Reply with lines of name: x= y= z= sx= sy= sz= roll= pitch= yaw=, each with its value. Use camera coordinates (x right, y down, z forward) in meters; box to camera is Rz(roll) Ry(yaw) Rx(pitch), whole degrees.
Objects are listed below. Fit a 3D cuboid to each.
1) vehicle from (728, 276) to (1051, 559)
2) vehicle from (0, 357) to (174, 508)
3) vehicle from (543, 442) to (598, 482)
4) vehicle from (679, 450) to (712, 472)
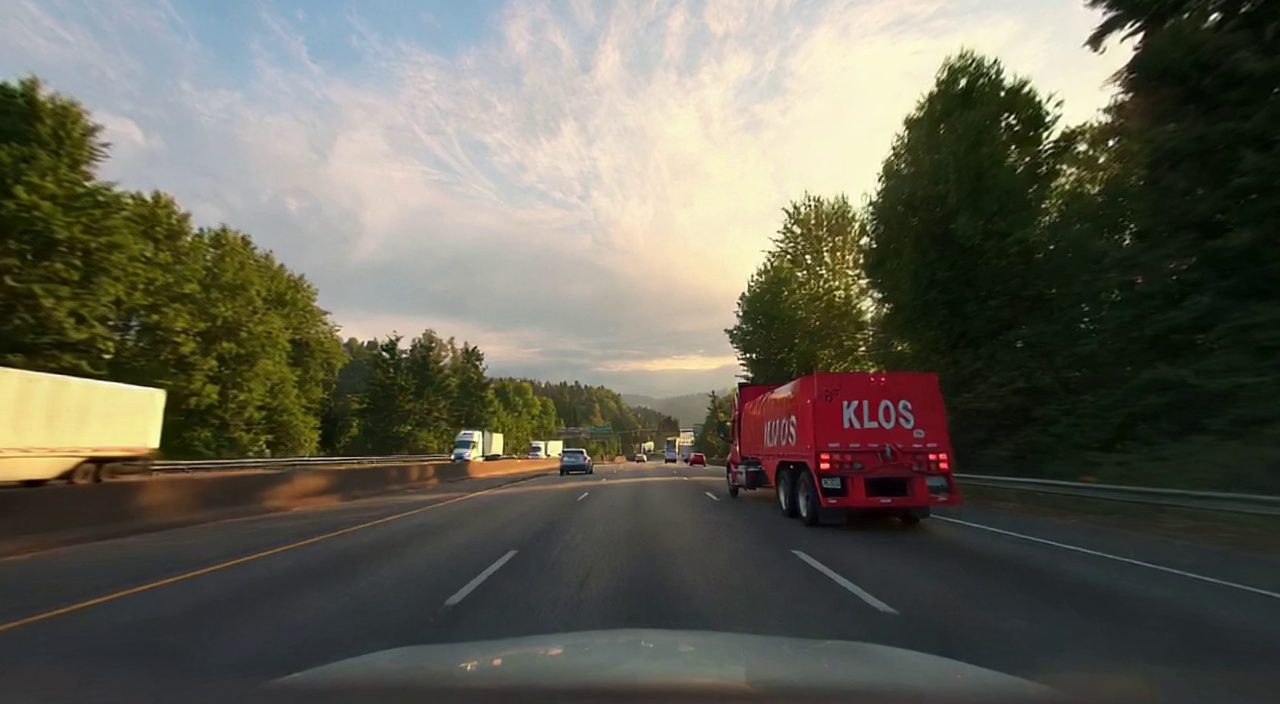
vehicle: x=4.234 y=1.726 z=14.428 sx=2.914 sy=3.998 sz=11.103 roll=0 pitch=-9 yaw=1
vehicle: x=-20.079 y=2.202 z=17.420 sx=2.976 sy=4.305 sz=14.763 roll=0 pitch=-9 yaw=1
vehicle: x=-3.129 y=5.085 z=29.345 sx=2.017 sy=1.683 sz=4.309 roll=0 pitch=-9 yaw=1
vehicle: x=4.231 y=8.341 z=48.286 sx=2.176 sy=1.598 sz=3.878 roll=0 pitch=-9 yaw=0
